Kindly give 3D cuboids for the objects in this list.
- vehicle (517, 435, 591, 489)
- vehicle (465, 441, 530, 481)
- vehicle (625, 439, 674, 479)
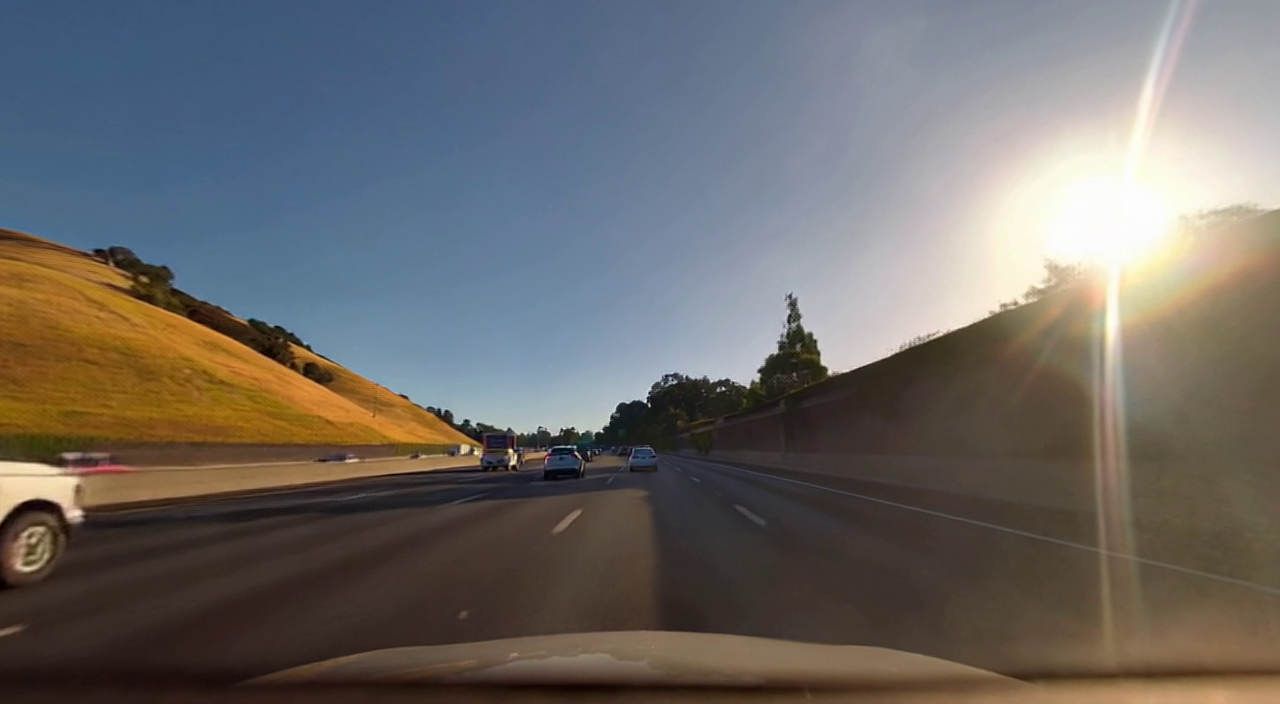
[{"bbox_3d":[-3.125,4.126,23.965,2.093,1.820,4.506,0,-9,1],"label":"vehicle"},{"bbox_3d":[-6.697,5.178,30.130,2.059,1.745,4.239,0,-9,1],"label":"vehicle"},{"bbox_3d":[0.416,5.241,31.076,2.233,1.804,4.273,0,-9,0],"label":"vehicle"}]
